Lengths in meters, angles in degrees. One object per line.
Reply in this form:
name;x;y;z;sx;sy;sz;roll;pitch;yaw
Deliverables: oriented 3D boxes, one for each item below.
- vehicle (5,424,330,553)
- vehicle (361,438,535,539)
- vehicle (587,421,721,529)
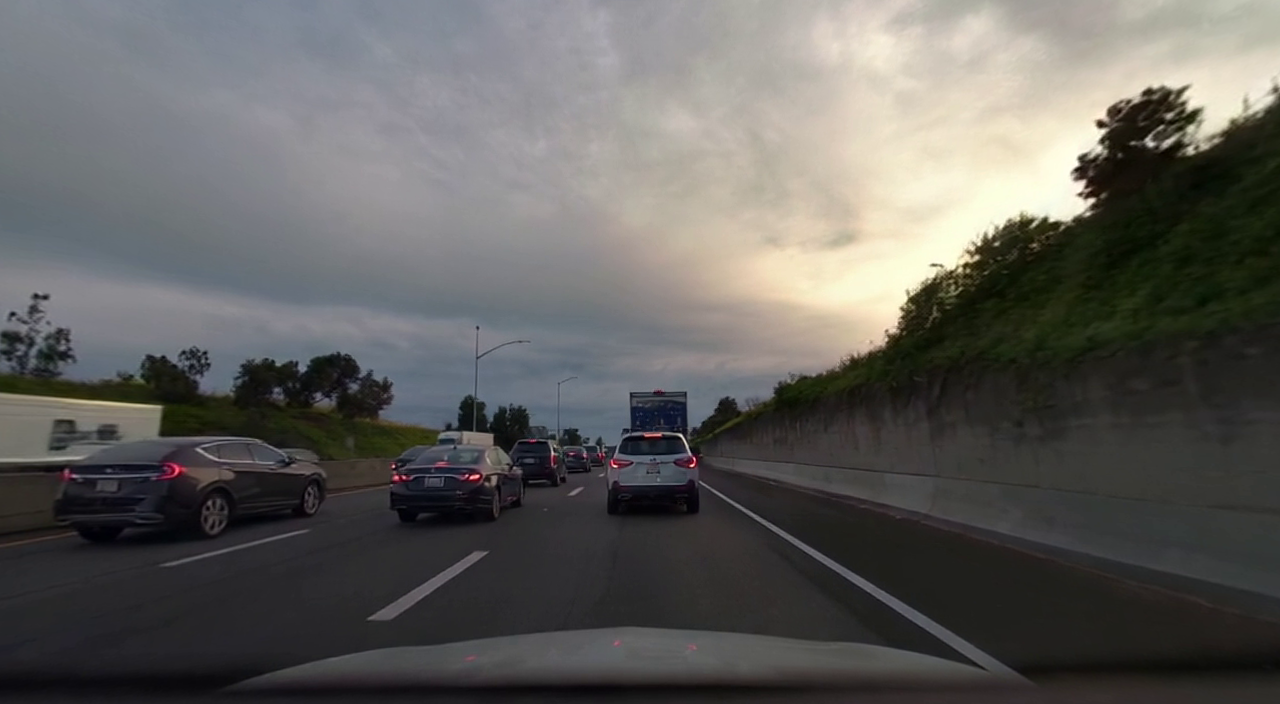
vehicle;-7.473;2.187;10.792;1.986;1.700;4.558;0;-9;0
vehicle;-3.258;2.385;11.629;1.917;1.506;3.949;0;-9;1
vehicle;0.199;2.457;13.172;2.210;1.760;5.303;0;-9;-1
